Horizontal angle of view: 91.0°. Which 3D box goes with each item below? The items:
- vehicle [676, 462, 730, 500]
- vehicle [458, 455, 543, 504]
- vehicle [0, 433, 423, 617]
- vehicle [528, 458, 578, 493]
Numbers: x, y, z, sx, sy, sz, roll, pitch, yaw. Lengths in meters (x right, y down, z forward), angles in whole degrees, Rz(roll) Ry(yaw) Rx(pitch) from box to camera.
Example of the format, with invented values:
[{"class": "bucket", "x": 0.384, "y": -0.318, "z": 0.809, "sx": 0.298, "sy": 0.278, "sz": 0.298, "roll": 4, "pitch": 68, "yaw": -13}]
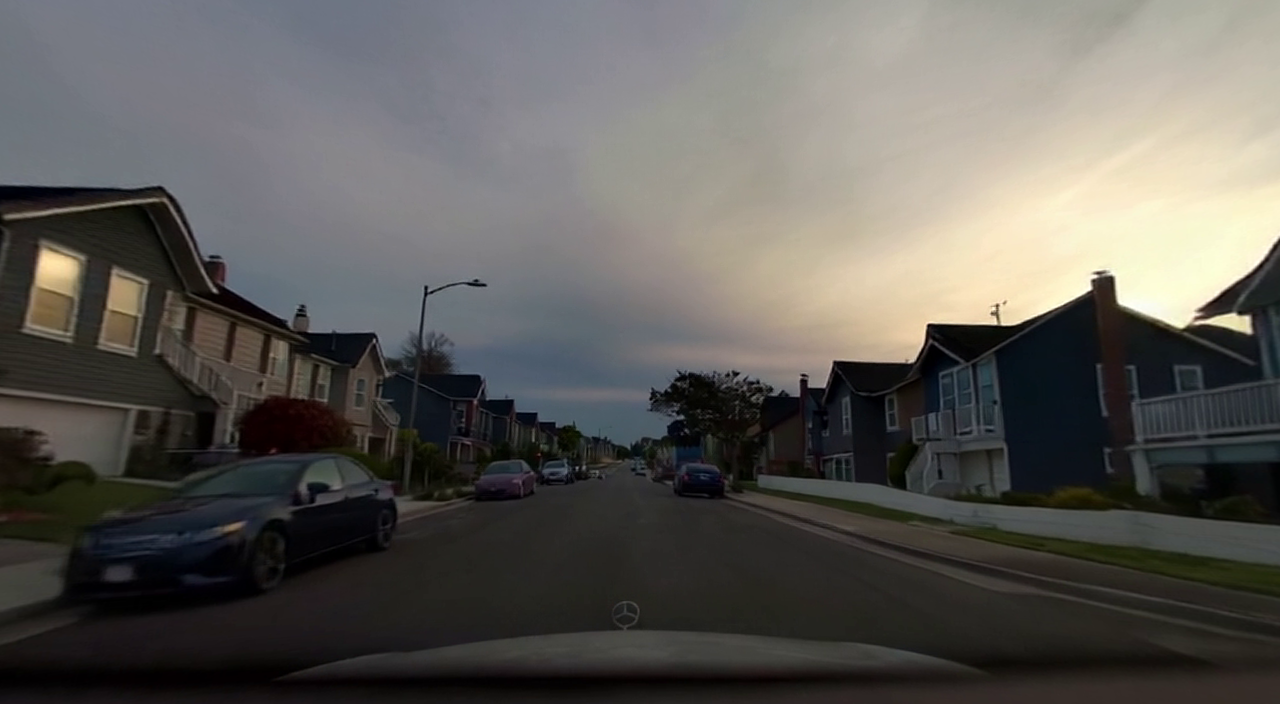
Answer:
[{"class": "vehicle", "x": 2.765, "y": 5.808, "z": 28.733, "sx": 1.888, "sy": 1.484, "sz": 4.476, "roll": 1, "pitch": -9, "yaw": -2}, {"class": "vehicle", "x": -4.734, "y": 4.397, "z": 22.220, "sx": 2.020, "sy": 1.470, "sz": 5.300, "roll": 1, "pitch": -9, "yaw": -2}, {"class": "vehicle", "x": -4.504, "y": 1.867, "z": 7.655, "sx": 2.080, "sy": 1.471, "sz": 4.638, "roll": 1, "pitch": -10, "yaw": 0}, {"class": "vehicle", "x": -4.591, "y": 6.573, "z": 33.885, "sx": 2.089, "sy": 1.508, "sz": 4.537, "roll": 2, "pitch": -8, "yaw": -2}]
